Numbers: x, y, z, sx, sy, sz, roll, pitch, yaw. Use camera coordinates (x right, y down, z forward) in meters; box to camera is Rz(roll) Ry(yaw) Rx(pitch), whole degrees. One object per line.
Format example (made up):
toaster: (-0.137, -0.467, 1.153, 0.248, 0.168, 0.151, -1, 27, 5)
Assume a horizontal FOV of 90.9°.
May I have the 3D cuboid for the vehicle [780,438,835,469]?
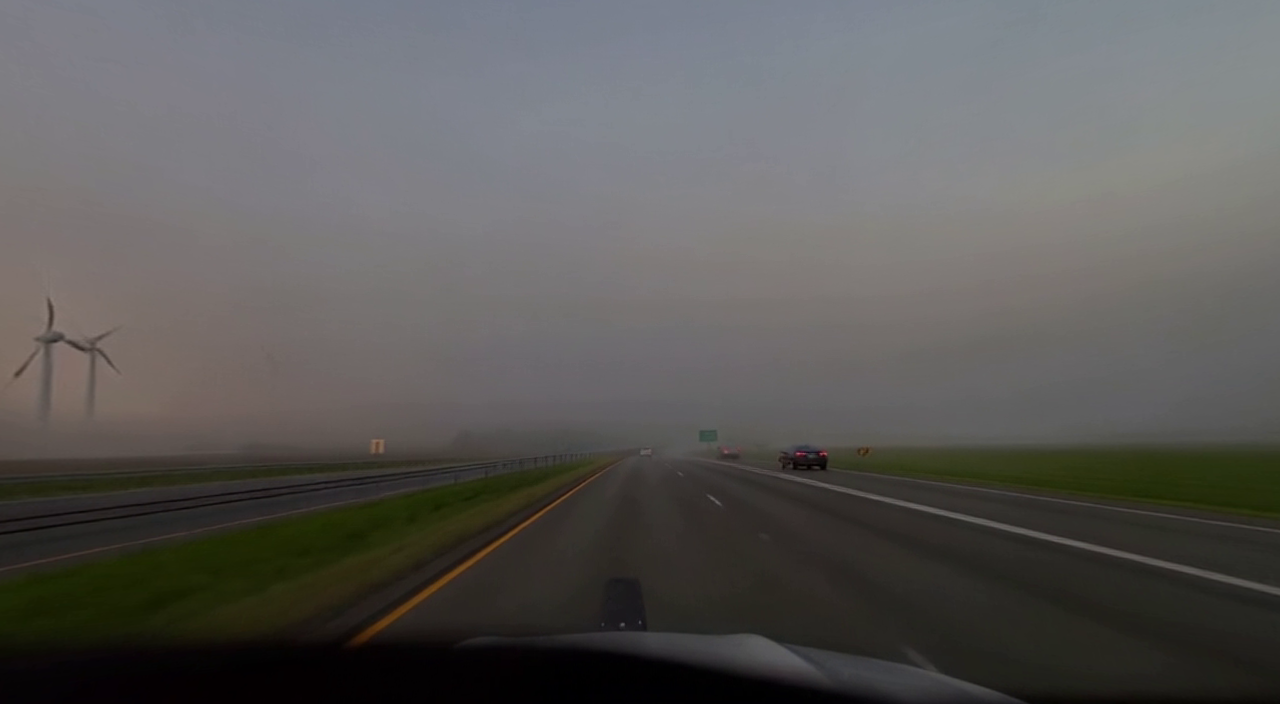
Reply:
vehicle: (9.561, 5.821, 36.280, 1.897, 1.669, 4.825, 0, -9, 1)
